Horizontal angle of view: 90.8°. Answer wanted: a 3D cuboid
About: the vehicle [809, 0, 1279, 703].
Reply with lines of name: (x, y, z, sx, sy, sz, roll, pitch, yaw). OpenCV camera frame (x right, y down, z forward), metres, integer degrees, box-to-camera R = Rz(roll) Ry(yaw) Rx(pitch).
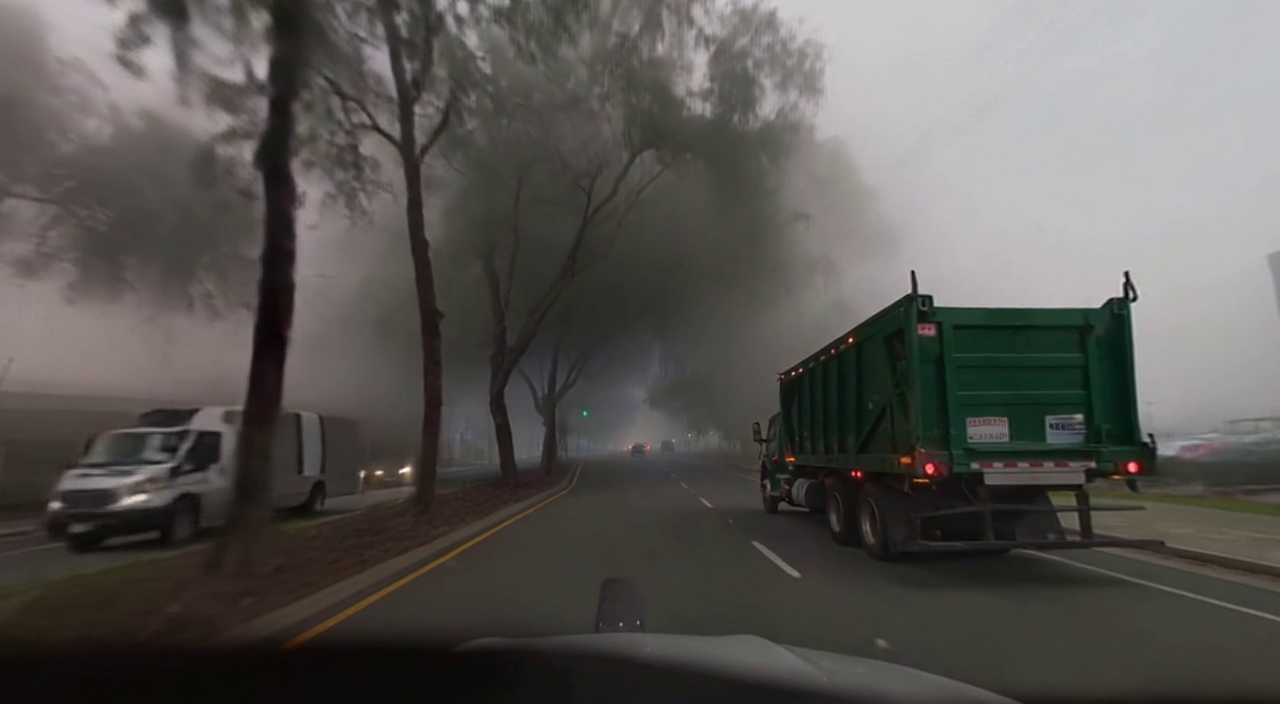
vehicle: (3.976, 0.243, 4.187, 2.731, 3.407, 10.262, 0, -9, -1)

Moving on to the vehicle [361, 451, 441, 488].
vehicle: (-13.830, 6.791, 37.022, 2.290, 1.943, 5.833, -1, -9, 1)

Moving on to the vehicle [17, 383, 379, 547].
vehicle: (-10.258, 2.829, 16.649, 3.257, 3.085, 9.164, 0, -9, -3)
